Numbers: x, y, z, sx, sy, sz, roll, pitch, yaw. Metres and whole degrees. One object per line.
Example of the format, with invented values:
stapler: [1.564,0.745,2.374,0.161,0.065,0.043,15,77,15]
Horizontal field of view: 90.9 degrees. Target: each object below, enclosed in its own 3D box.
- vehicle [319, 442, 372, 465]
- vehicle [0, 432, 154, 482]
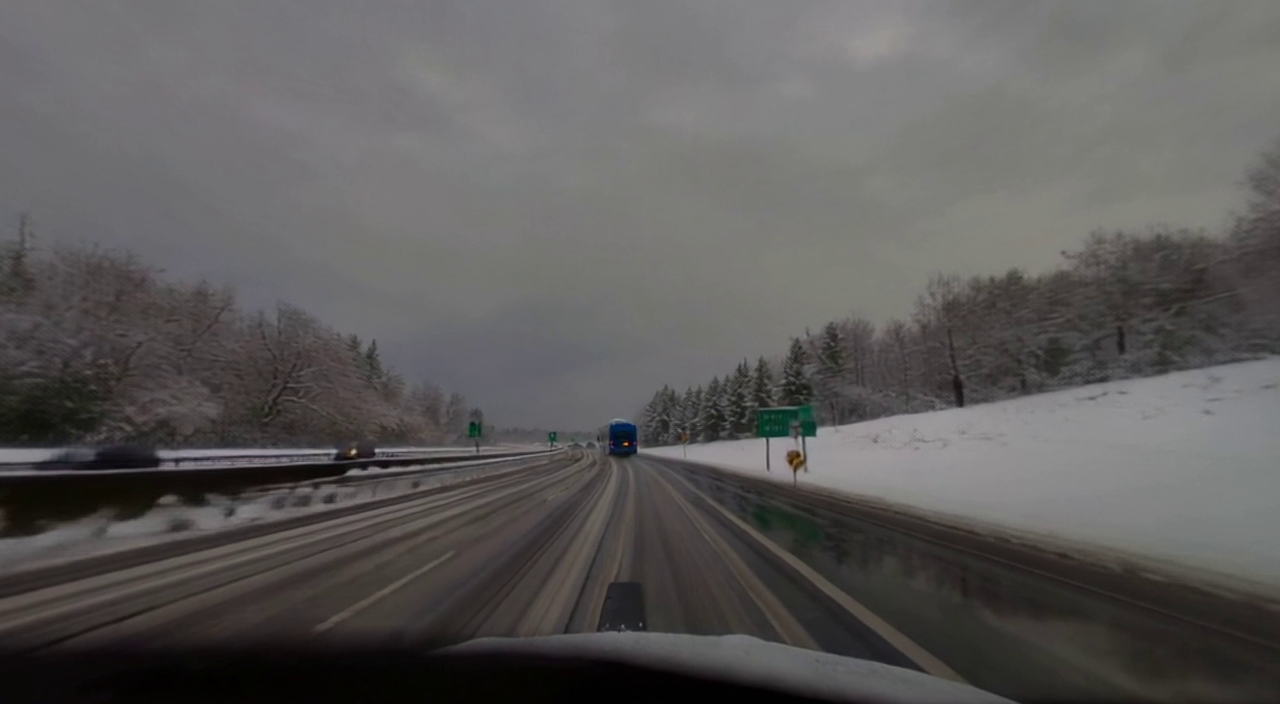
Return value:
vehicle: [-21.093,7.270,45.255,1.882,1.530,3.974,0,-9,-1]
vehicle: [-20.487,3.823,23.099,1.931,1.626,4.213,0,-9,0]
